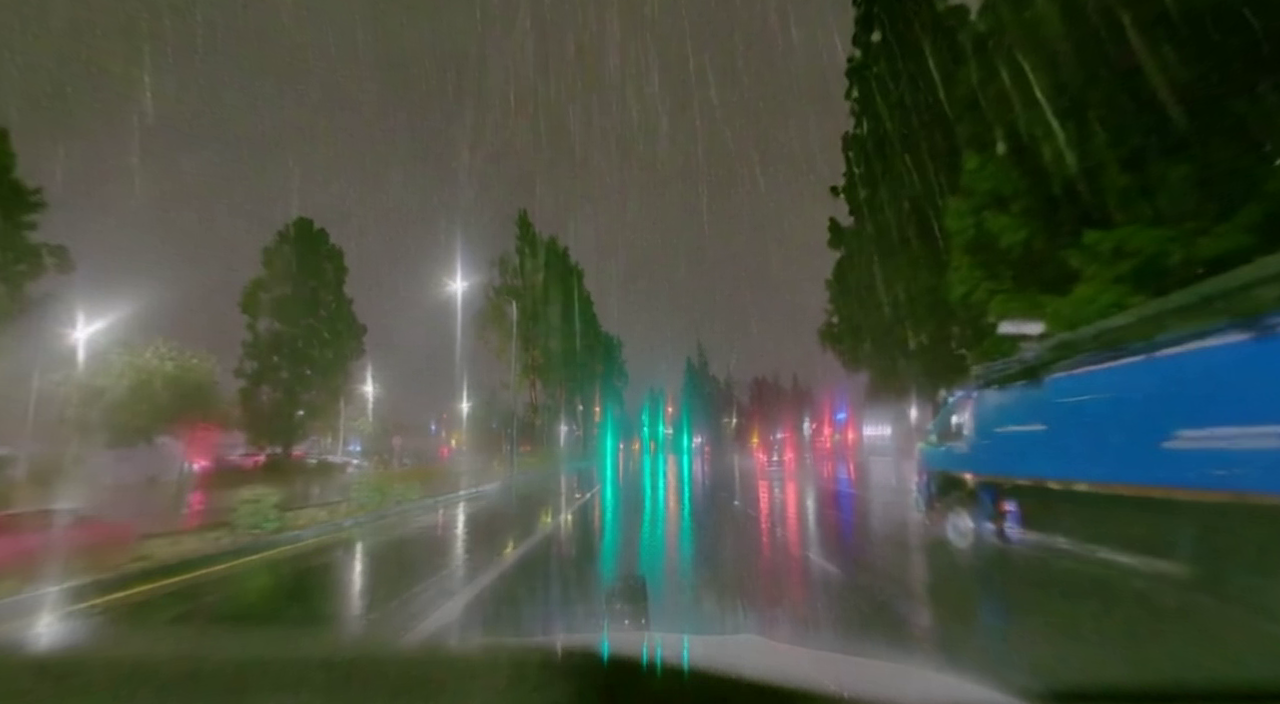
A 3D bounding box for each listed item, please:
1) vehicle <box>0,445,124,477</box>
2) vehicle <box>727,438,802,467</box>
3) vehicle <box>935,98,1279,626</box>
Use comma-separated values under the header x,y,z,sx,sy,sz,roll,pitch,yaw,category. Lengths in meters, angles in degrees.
x,y,z,sx,sy,sz,roll,pitch,yaw,category
-32.177,6.041,35.108,4.796,1.581,2.278,-2,-9,-1,vehicle
9.687,7.801,48.999,5.329,2.114,2.325,-3,-9,19,vehicle
6.493,0.035,4.603,3.145,4.015,10.939,0,-9,-1,vehicle
